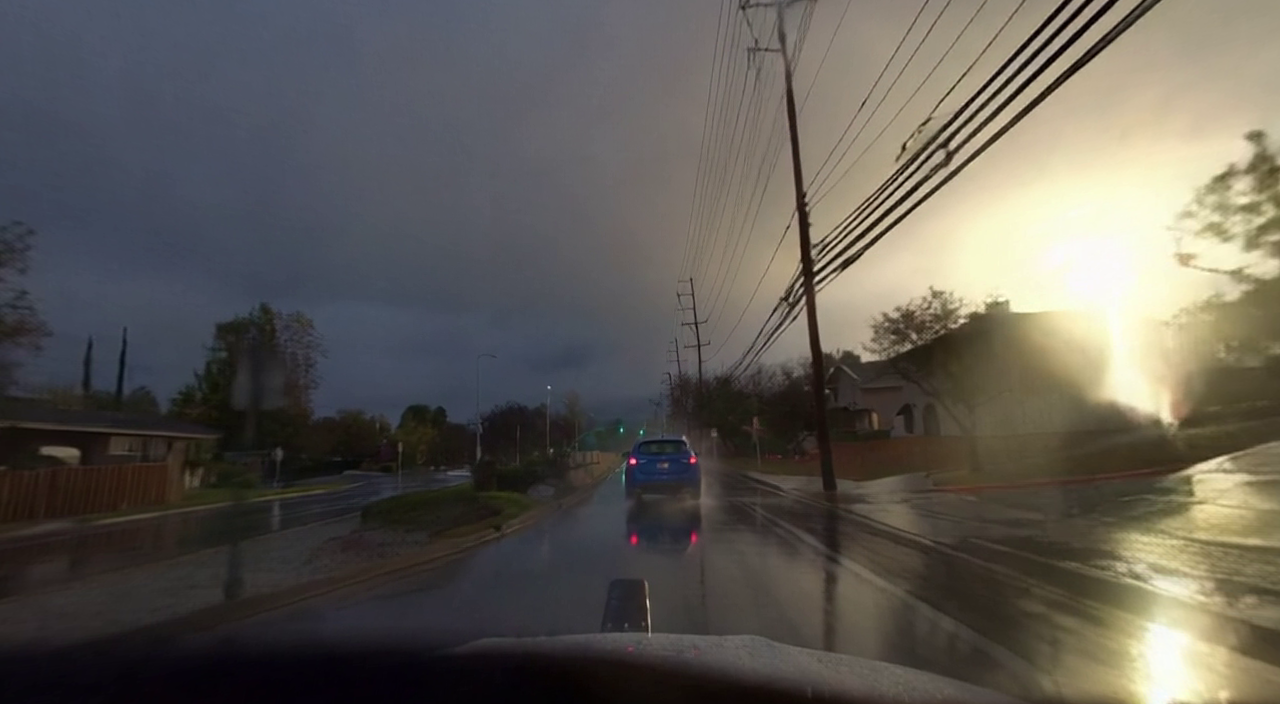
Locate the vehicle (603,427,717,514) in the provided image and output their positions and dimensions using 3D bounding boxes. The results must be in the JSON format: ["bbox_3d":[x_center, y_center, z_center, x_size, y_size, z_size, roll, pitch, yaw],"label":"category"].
[{"bbox_3d":[0.396,2.601,14.283,2.200,1.653,4.127,0,-8,0],"label":"vehicle"}]
